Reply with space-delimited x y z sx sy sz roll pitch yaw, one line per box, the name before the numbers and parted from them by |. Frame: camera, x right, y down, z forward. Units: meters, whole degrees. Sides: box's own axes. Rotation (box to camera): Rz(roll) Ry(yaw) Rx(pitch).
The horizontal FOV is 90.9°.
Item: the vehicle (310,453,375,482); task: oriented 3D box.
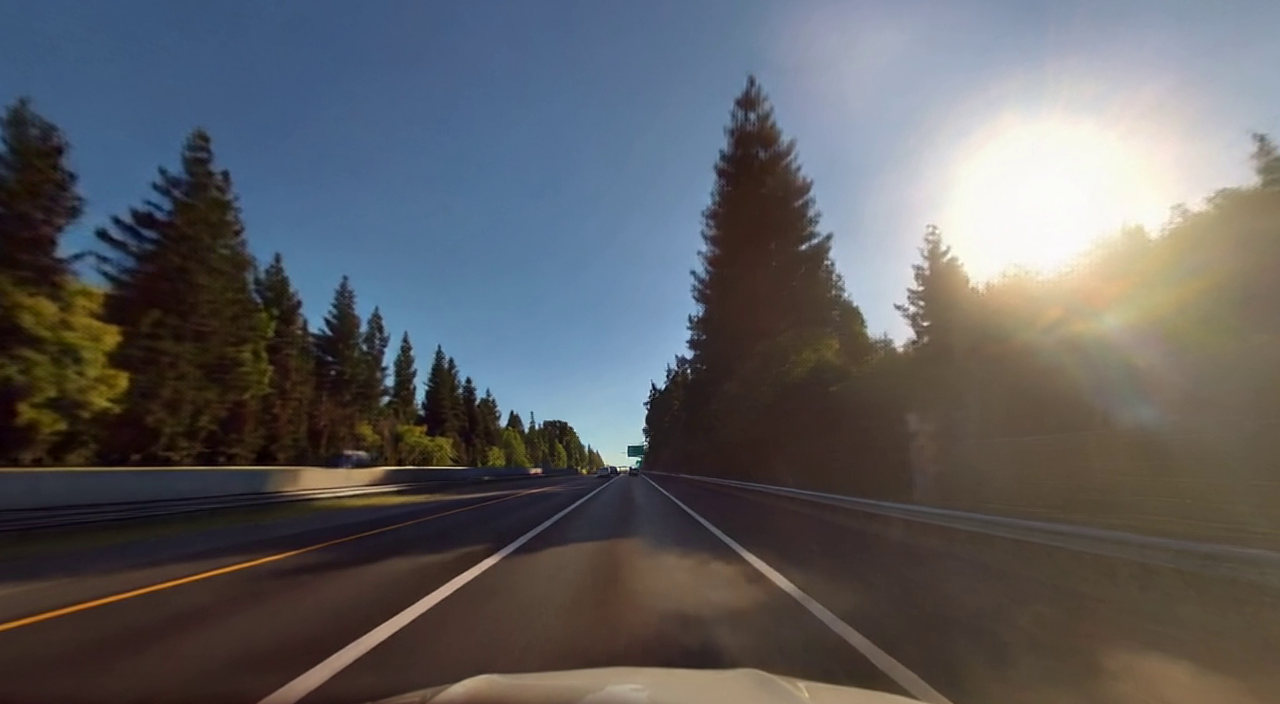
vehicle | -17.171 6.711 36.623 1.854 1.525 3.895 1 -10 0
